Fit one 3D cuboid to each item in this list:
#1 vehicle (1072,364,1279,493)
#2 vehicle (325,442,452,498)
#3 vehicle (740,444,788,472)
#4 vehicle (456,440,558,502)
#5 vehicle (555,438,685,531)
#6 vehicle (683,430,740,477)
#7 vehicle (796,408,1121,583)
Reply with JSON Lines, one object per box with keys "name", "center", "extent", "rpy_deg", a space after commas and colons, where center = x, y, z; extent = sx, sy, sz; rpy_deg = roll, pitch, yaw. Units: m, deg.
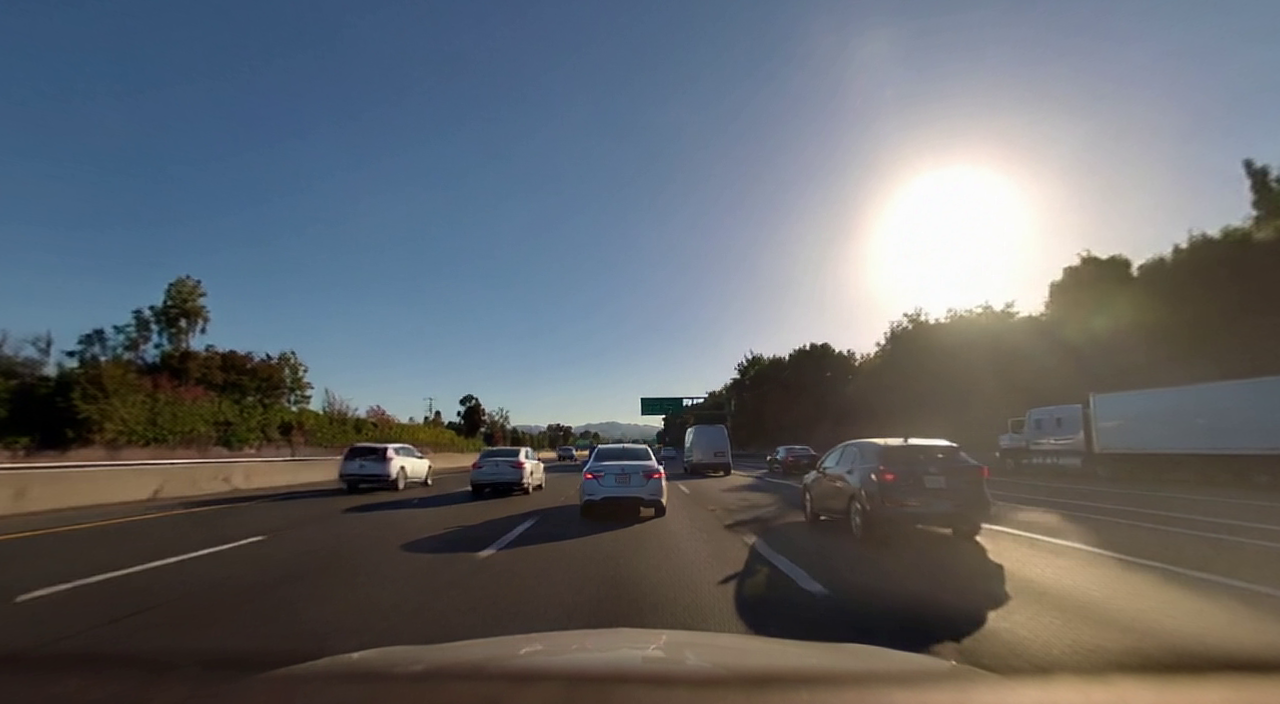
{"name": "vehicle", "center": [21.392, 2.820, 22.501], "extent": [2.970, 4.079, 10.086], "rpy_deg": [3, -9, -14]}
{"name": "vehicle", "center": [-7.881, 3.724, 20.352], "extent": [2.032, 1.549, 4.850], "rpy_deg": [0, -9, 1]}
{"name": "vehicle", "center": [7.564, 6.511, 38.837], "extent": [2.055, 1.650, 4.241], "rpy_deg": [0, -9, -1]}
{"name": "vehicle", "center": [-3.667, 3.375, 18.225], "extent": [1.926, 1.542, 4.329], "rpy_deg": [0, -9, 1]}
{"name": "vehicle", "center": [-0.295, 2.487, 12.430], "extent": [2.132, 1.499, 4.038], "rpy_deg": [0, -9, 1]}
{"name": "vehicle", "center": [3.727, 5.425, 33.847], "extent": [2.440, 2.313, 5.266], "rpy_deg": [0, -9, 0]}
{"name": "vehicle", "center": [3.593, 1.698, 8.192], "extent": [2.053, 1.666, 4.106], "rpy_deg": [0, -9, 0]}
